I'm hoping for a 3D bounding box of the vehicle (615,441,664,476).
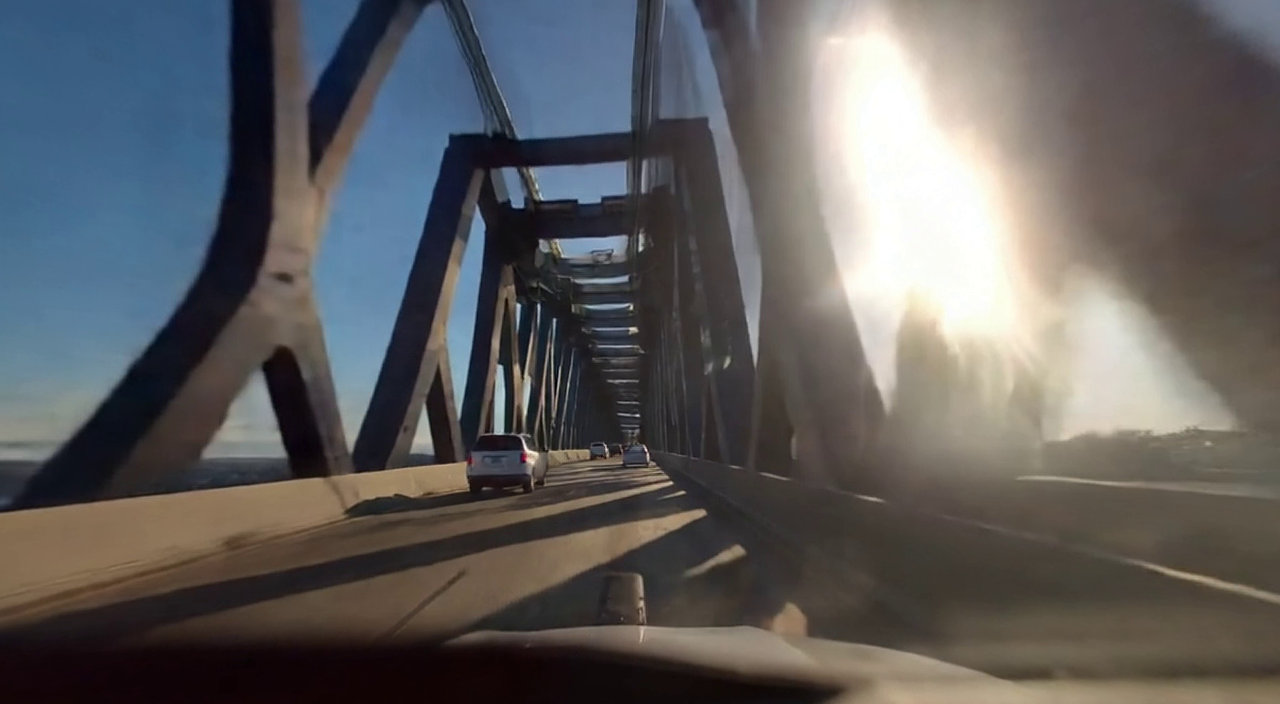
[{"bbox_3d":[-0.041,4.797,28.642,2.048,1.450,3.973,0,-8,-1],"label":"vehicle"}]

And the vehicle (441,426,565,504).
[{"bbox_3d":[-3.495,2.993,17.203,2.190,1.807,4.741,0,-9,1],"label":"vehicle"}]
